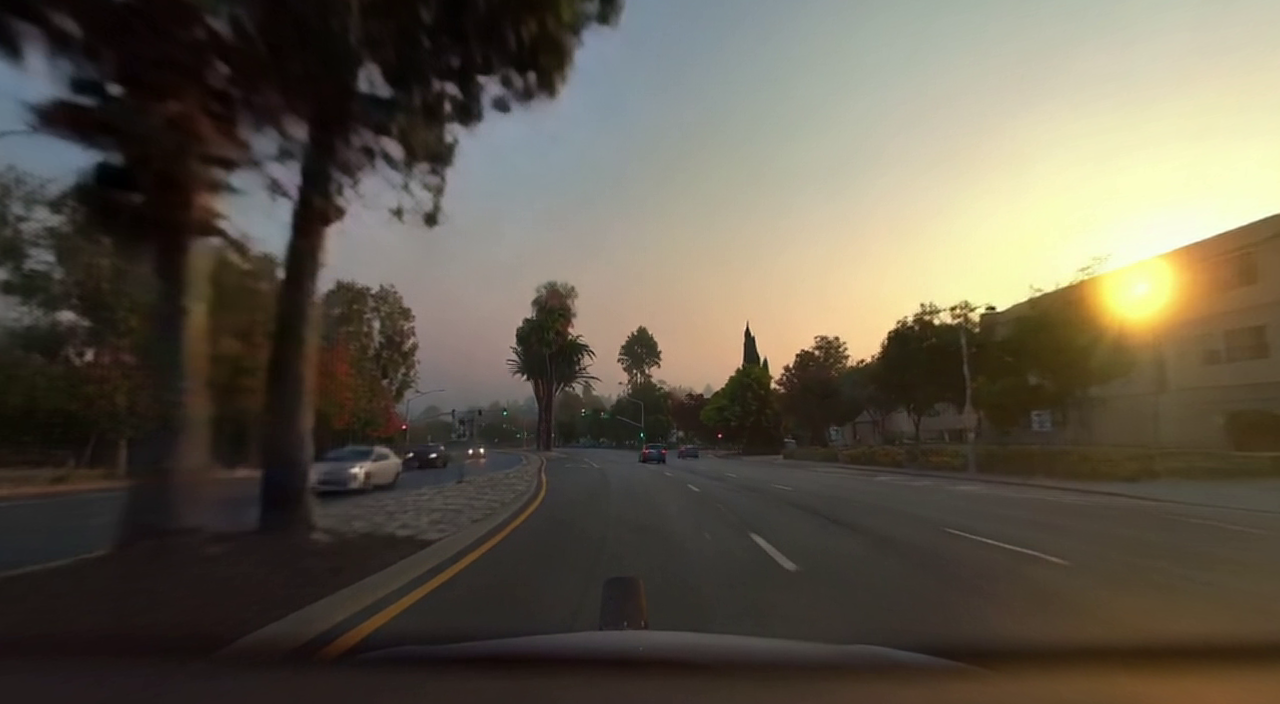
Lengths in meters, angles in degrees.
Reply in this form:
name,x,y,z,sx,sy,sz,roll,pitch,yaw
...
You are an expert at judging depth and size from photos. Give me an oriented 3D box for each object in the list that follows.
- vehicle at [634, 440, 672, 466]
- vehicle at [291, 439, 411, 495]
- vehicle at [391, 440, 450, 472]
name,x,y,z,sx,sy,sz,roll,pitch,yaw
vehicle,0.880,7.259,45.478,2.046,1.818,4.603,1,-8,-8
vehicle,-9.212,3.669,20.573,2.002,1.612,4.436,0,-8,-3
vehicle,-14.074,6.672,40.774,2.278,1.928,5.776,1,-8,-6
